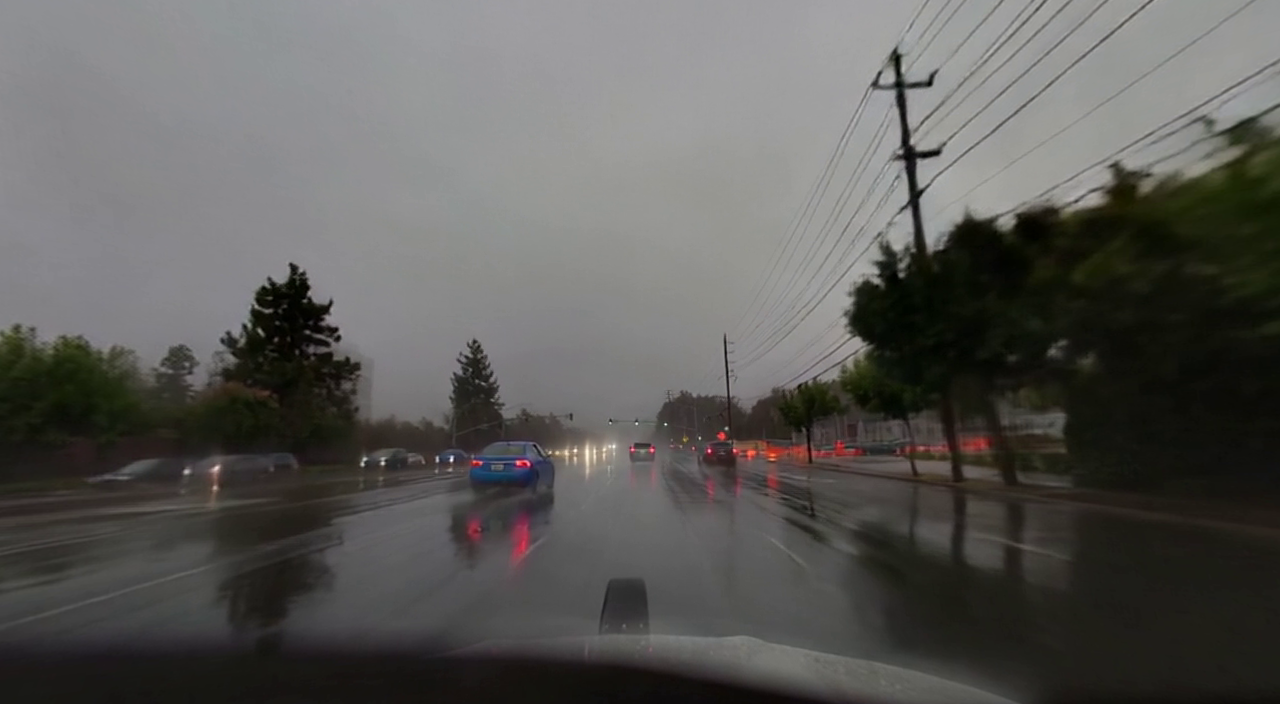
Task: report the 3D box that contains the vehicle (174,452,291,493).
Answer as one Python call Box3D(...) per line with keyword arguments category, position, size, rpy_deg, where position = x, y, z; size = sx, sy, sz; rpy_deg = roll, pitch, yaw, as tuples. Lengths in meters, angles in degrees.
Box3D(category="vehicle", position=(-16.850, 4.972, 26.396), size=(1.913, 1.488, 4.507), rpy_deg=(0, -9, 0))

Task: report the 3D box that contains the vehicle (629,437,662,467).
Box3D(category="vehicle", position=(0.351, 6.592, 41.798), size=(2.060, 1.845, 4.151), rpy_deg=(0, -9, 1))

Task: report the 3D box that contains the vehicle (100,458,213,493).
Box3D(category="vehicle", position=(-23.775, 6.077, 31.292), size=(1.868, 1.473, 4.776), rpy_deg=(0, -9, -1))

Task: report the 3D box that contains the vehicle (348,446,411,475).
Box3D(category="vehicle", position=(-16.600, 6.924, 40.517), size=(2.025, 1.712, 4.578), rpy_deg=(0, -9, 1))

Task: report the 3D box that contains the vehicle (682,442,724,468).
Box3D(category="vehicle", position=(3.831, 6.359, 39.058), size=(2.142, 1.475, 4.565), rpy_deg=(0, -9, 0))

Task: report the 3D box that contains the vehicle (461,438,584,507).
Box3D(category="vehicle", position=(-2.765, 2.987, 16.184), size=(2.087, 1.480, 4.825), rpy_deg=(0, -9, 2))
